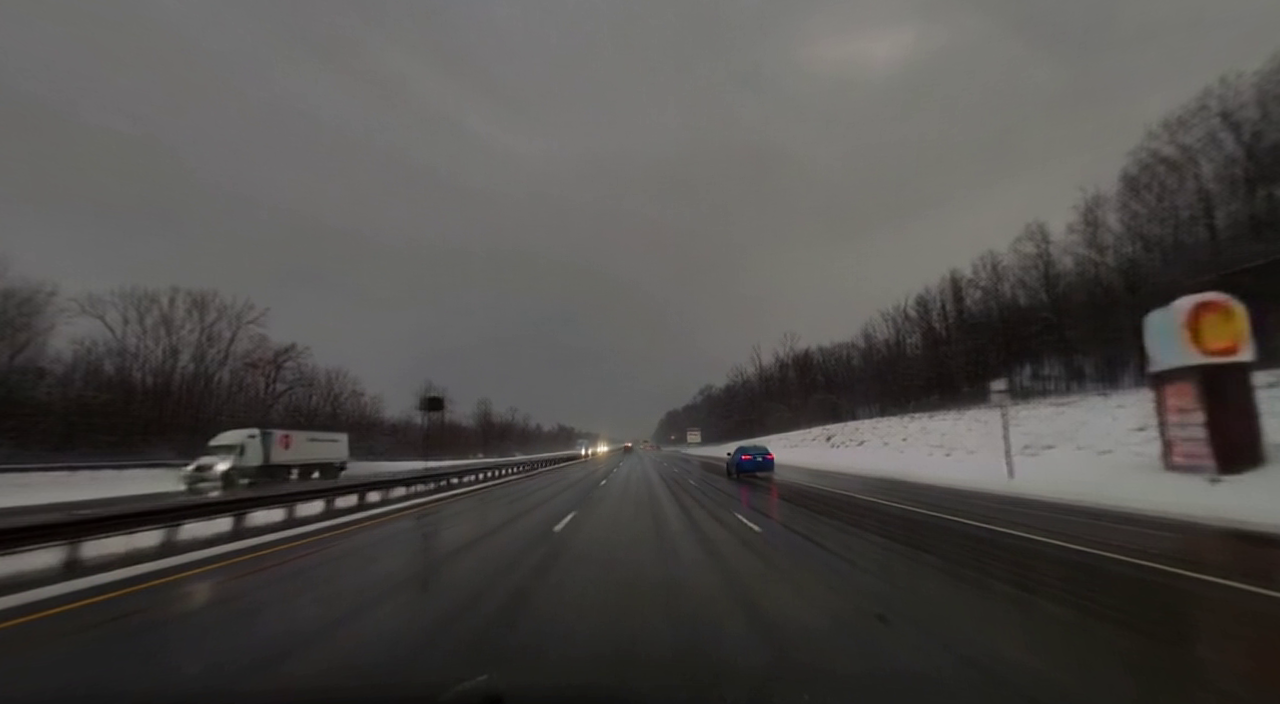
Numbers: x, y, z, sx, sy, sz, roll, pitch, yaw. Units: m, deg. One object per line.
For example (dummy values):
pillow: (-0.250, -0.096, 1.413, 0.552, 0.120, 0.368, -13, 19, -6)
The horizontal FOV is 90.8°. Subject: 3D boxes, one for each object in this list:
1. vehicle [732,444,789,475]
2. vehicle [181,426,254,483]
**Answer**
vehicle: (6.121, 5.513, 32.438, 1.967, 1.472, 3.751, 0, -9, -3)
vehicle: (-29.428, 7.153, 44.039, 2.925, 3.784, 2.677, 0, -9, 0)
